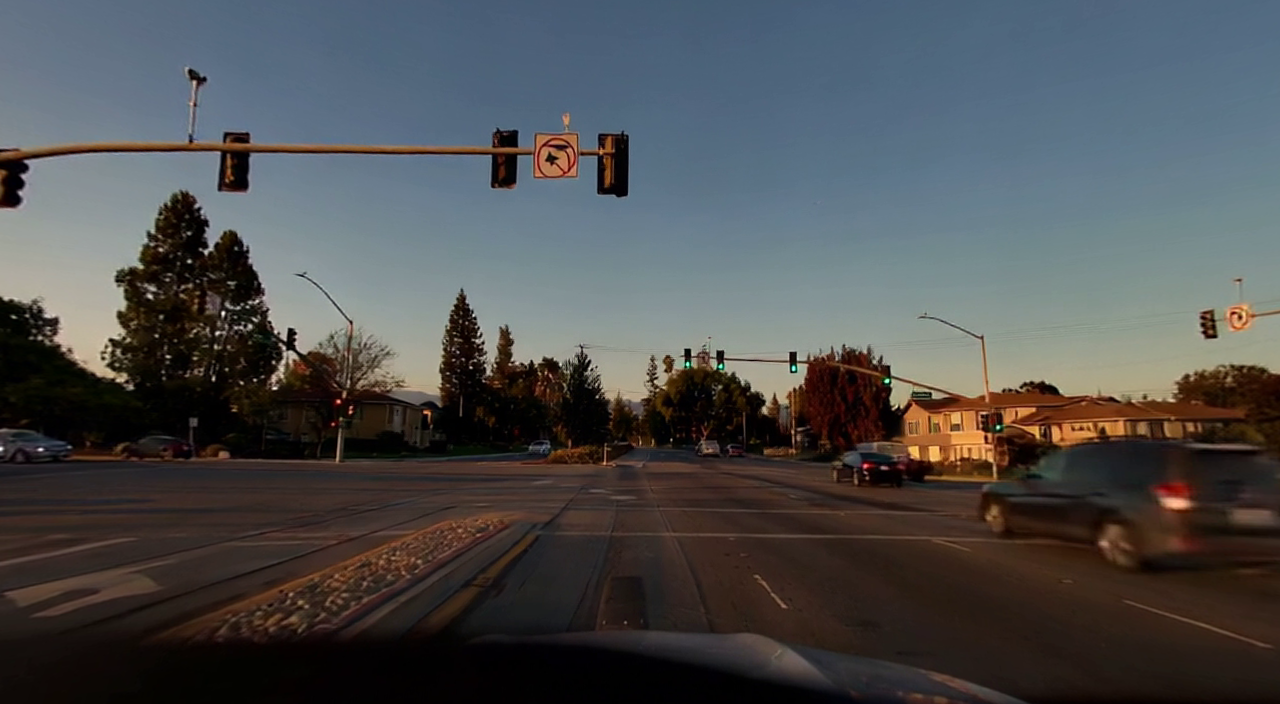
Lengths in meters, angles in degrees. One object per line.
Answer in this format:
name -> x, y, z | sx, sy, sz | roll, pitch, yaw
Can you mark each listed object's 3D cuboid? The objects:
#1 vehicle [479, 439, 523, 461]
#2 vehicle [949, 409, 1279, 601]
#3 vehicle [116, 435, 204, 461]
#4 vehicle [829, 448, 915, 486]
vehicle -> -10.116, 7.184, 46.189 | 2.039, 1.519, 4.356 | -1, -8, 2
vehicle -> 6.498, 1.814, 8.486 | 2.239, 1.812, 4.812 | 0, -8, 0
vehicle -> -30.328, 6.083, 39.885 | 1.917, 1.543, 4.027 | -8, -12, 44
vehicle -> 9.944, 4.919, 27.436 | 1.947, 1.481, 4.745 | 0, -8, 1
